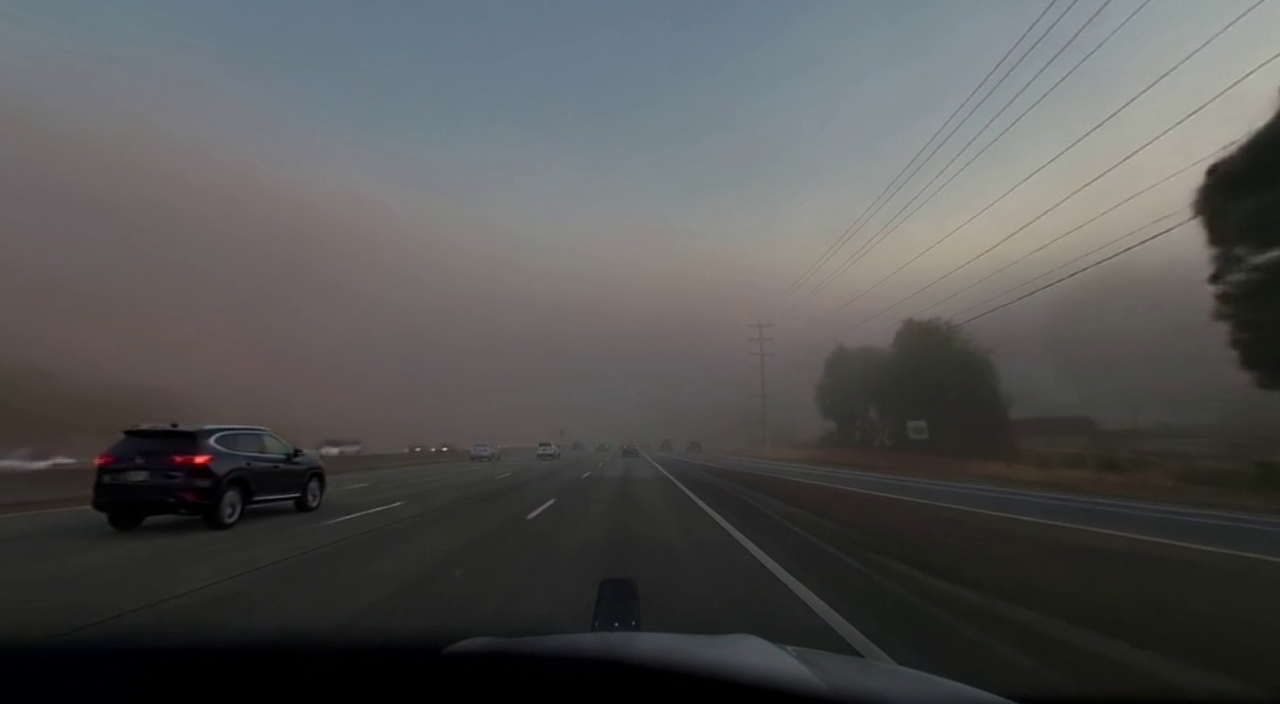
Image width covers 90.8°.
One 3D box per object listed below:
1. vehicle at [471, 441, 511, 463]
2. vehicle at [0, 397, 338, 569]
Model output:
[{"bbox_3d":[-10.757,7.255,45.956,1.887,1.473,4.352,0,-9,0],"label":"vehicle"},{"bbox_3d":[-6.869,1.784,9.422,2.115,1.799,5.444,0,-9,-1],"label":"vehicle"}]
